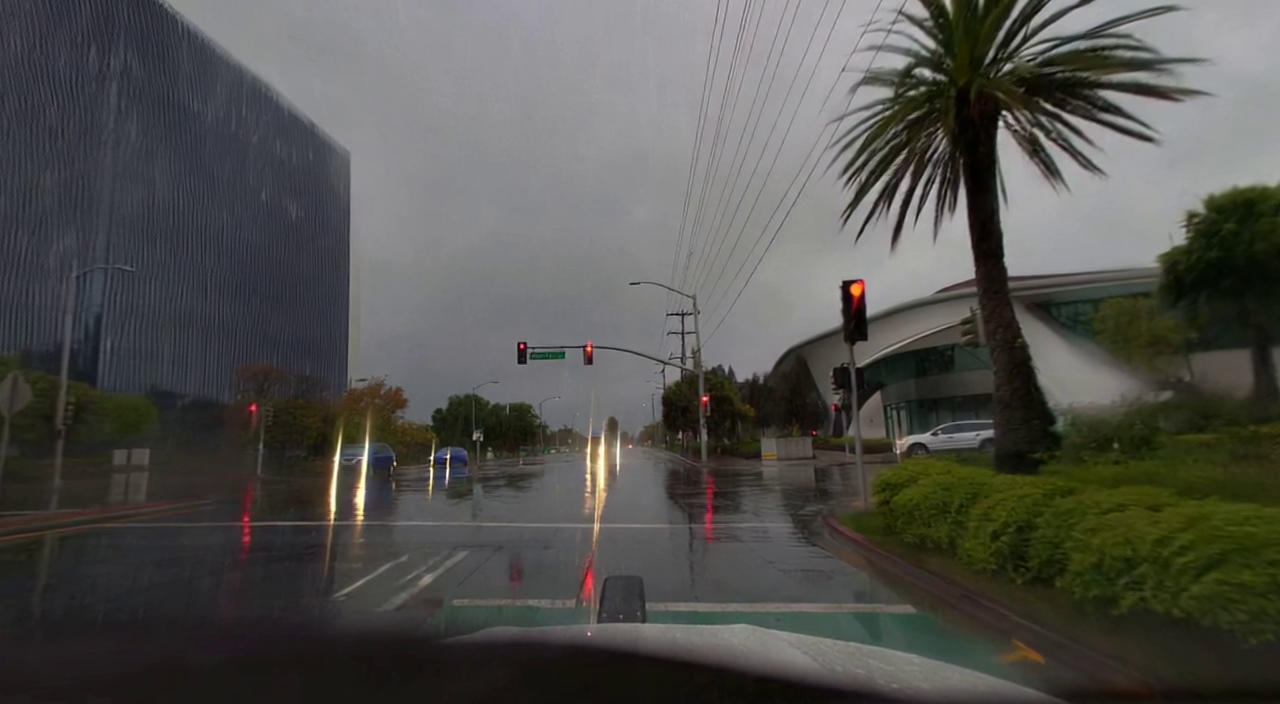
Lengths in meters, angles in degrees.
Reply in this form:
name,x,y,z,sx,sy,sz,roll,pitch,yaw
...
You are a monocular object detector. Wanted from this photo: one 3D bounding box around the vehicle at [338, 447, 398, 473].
name,x,y,z,sx,sy,sz,roll,pitch,yaw
vehicle,-19.020,7.574,44.328,2.017,1.739,4.569,0,-9,2
